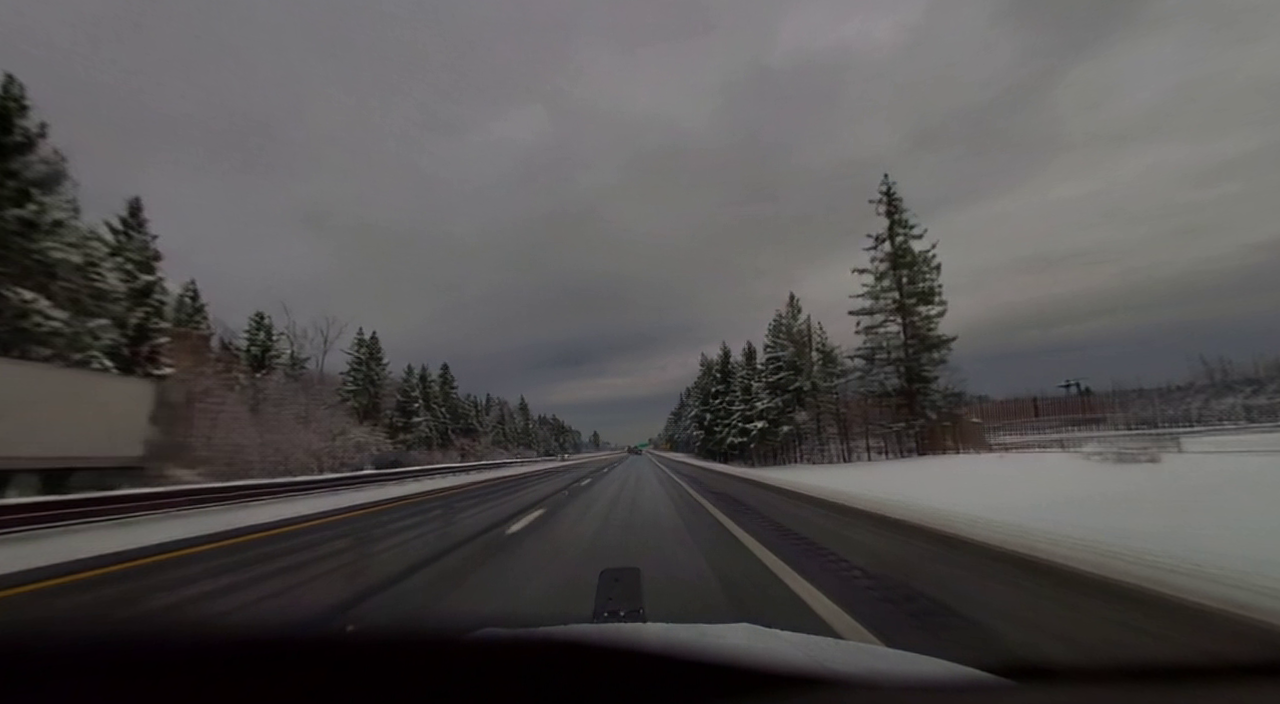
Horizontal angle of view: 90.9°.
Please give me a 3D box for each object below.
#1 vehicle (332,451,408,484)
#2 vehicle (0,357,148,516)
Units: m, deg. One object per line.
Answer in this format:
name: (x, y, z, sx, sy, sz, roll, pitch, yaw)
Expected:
vehicle: (-13.421, 5.747, 31.607, 1.864, 1.493, 4.344, 0, -9, 0)
vehicle: (-17.863, 1.791, 13.668, 2.877, 4.022, 14.209, 0, -9, 0)
